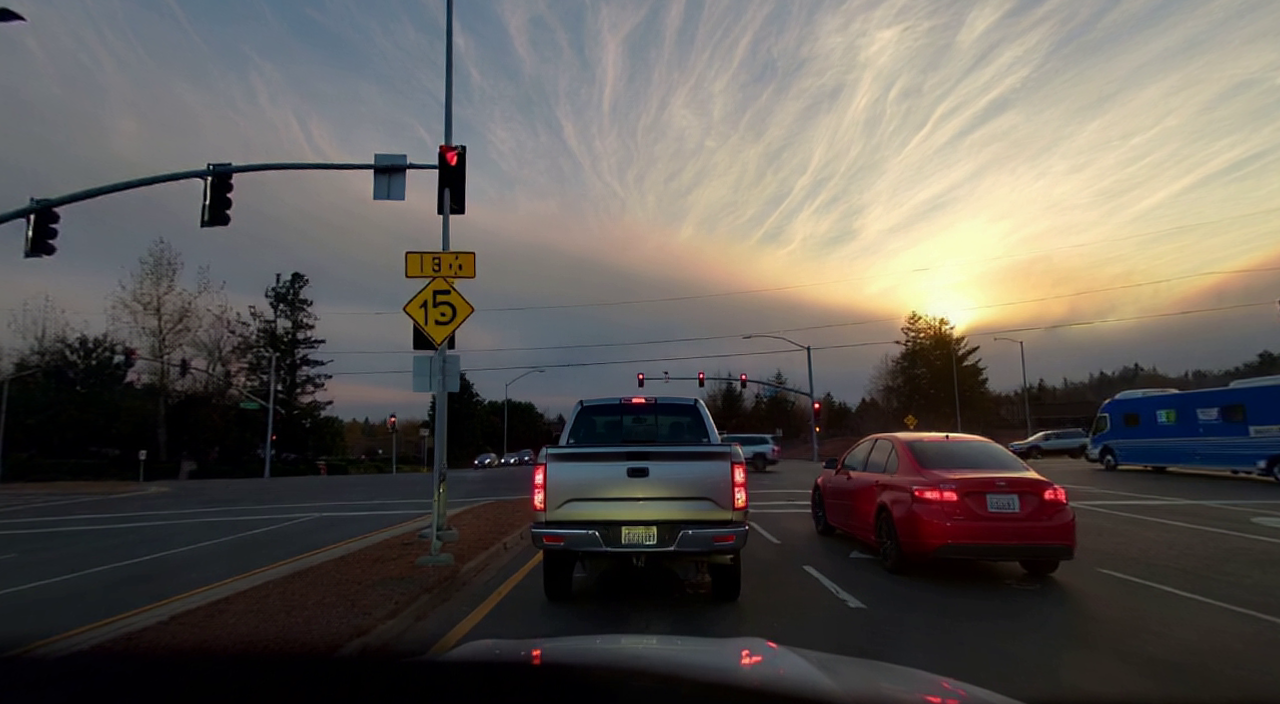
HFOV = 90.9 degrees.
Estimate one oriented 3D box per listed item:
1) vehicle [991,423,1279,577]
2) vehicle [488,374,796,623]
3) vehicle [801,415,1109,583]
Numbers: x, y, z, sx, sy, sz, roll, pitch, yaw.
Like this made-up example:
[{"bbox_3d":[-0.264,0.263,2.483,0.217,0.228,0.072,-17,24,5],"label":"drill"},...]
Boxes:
[{"bbox_3d":[6.830,1.744,8.272,1.973,1.470,4.228,0,-8,0],"label":"vehicle"},{"bbox_3d":[0.045,1.472,7.346,2.326,1.880,4.964,0,-8,1],"label":"vehicle"},{"bbox_3d":[3.578,1.725,8.197,1.981,1.616,4.006,0,-8,1],"label":"vehicle"}]
